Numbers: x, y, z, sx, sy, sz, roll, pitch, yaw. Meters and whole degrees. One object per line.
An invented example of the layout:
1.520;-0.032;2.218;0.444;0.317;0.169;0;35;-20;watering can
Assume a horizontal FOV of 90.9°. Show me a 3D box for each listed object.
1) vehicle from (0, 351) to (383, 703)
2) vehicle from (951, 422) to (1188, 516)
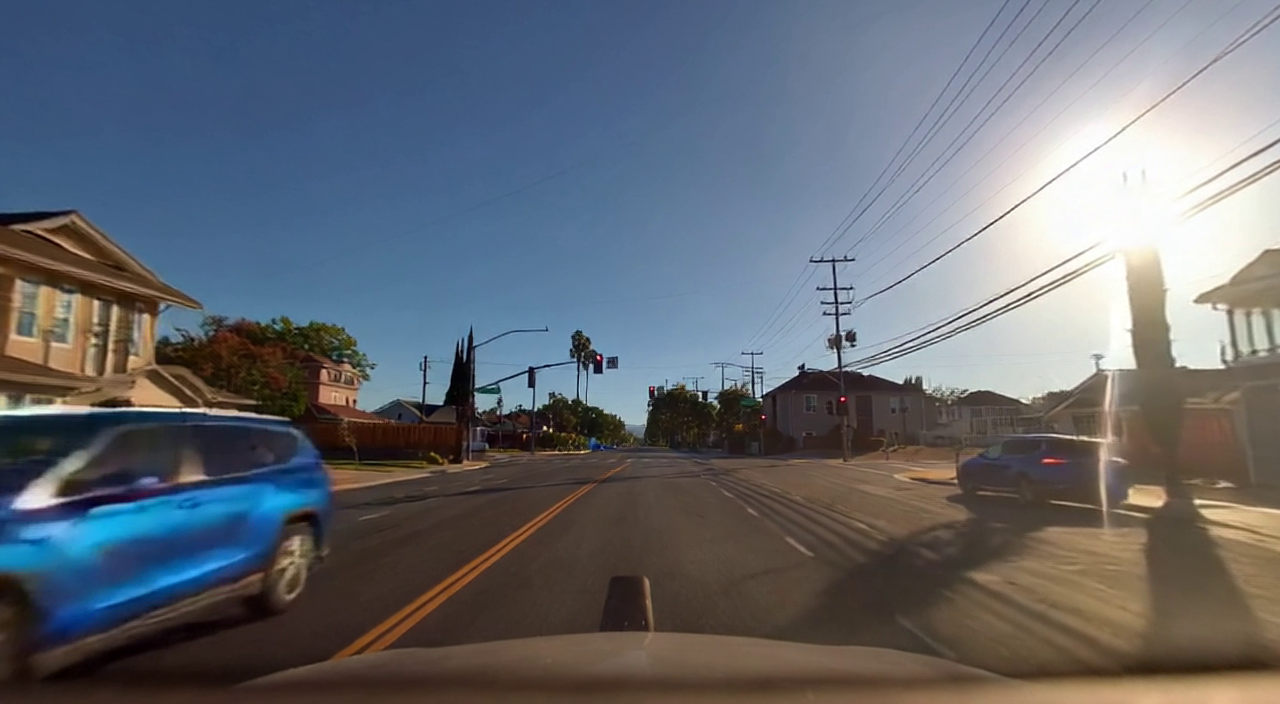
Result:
-3.973;1.168;4.726;2.012;1.778;4.990;0;-8;-1;vehicle
9.484;2.612;14.627;2.170;1.771;4.908;-1;-8;2;vehicle
